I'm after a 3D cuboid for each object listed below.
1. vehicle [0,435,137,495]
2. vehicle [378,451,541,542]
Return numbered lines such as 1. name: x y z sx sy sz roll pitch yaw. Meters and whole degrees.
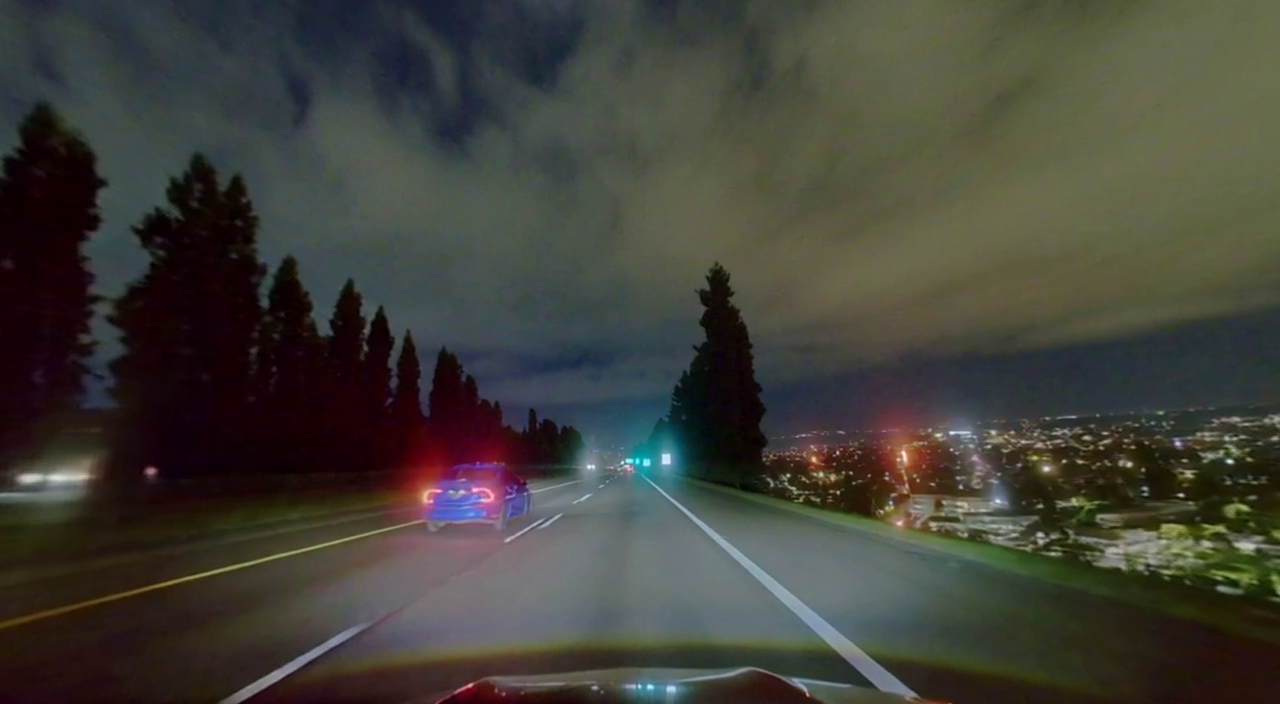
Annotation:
1. vehicle: -17.329 3.282 18.301 1.872 1.501 4.234 1 -11 0
2. vehicle: -3.309 2.762 12.412 2.040 1.465 3.744 1 -11 0
